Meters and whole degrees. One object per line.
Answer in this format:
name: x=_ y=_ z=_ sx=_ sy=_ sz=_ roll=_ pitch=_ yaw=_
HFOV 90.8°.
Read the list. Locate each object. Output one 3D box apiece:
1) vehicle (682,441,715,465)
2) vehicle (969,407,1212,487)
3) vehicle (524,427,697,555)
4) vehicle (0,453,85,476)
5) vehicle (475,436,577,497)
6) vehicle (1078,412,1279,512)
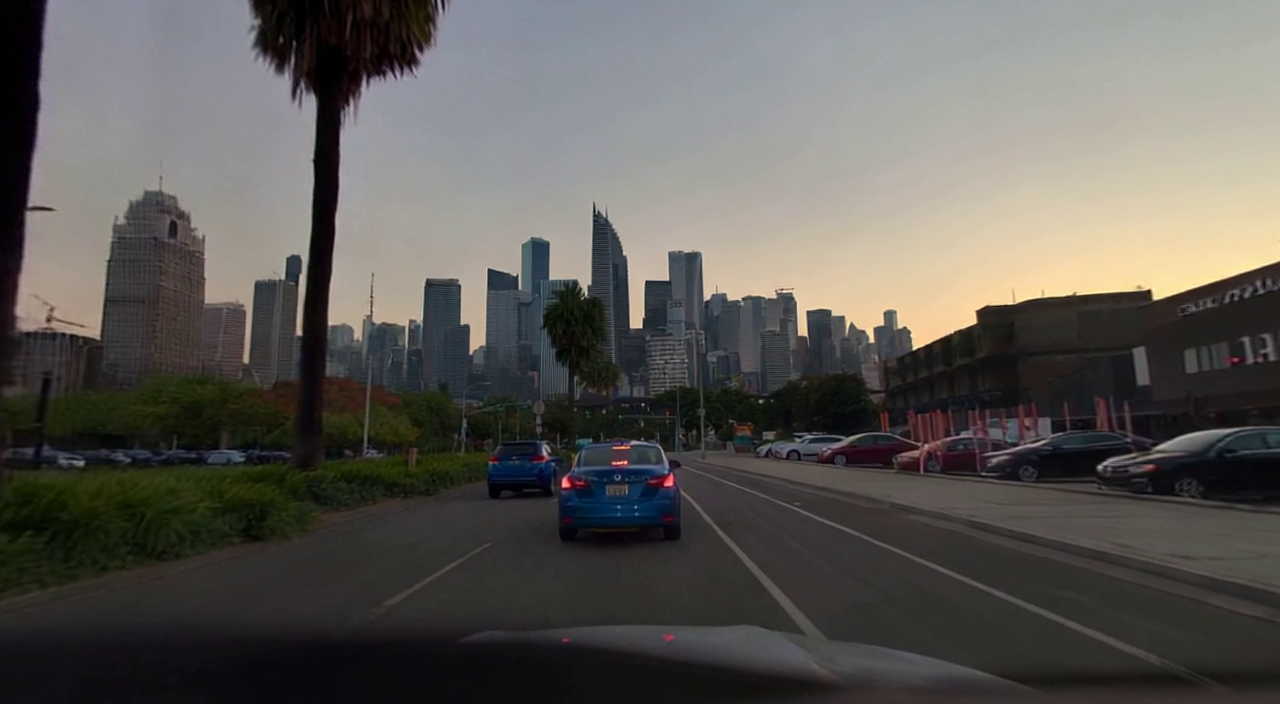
vehicle: x=4.312 y=7.498 z=47.157 sx=2.039 sy=1.701 sz=4.223 roll=0 pitch=-9 yaw=0
vehicle: x=12.866 y=2.772 z=18.406 sx=5.187 sy=1.962 sz=2.196 roll=-3 pitch=-9 yaw=4
vehicle: x=-0.327 y=1.902 z=9.256 sx=2.004 sy=1.465 sz=3.713 roll=0 pitch=-9 yaw=0
vehicle: x=-41.659 y=7.812 z=43.915 sx=4.261 sy=1.507 sz=1.977 roll=0 pitch=-9 yaw=0
vehicle: x=-3.110 y=3.227 z=18.199 sx=2.071 sy=1.544 sz=4.383 roll=0 pitch=-9 yaw=1
vehicle: x=12.638 y=2.214 z=13.247 sx=5.188 sy=1.805 sz=2.228 roll=-2 pitch=-8 yaw=-3
